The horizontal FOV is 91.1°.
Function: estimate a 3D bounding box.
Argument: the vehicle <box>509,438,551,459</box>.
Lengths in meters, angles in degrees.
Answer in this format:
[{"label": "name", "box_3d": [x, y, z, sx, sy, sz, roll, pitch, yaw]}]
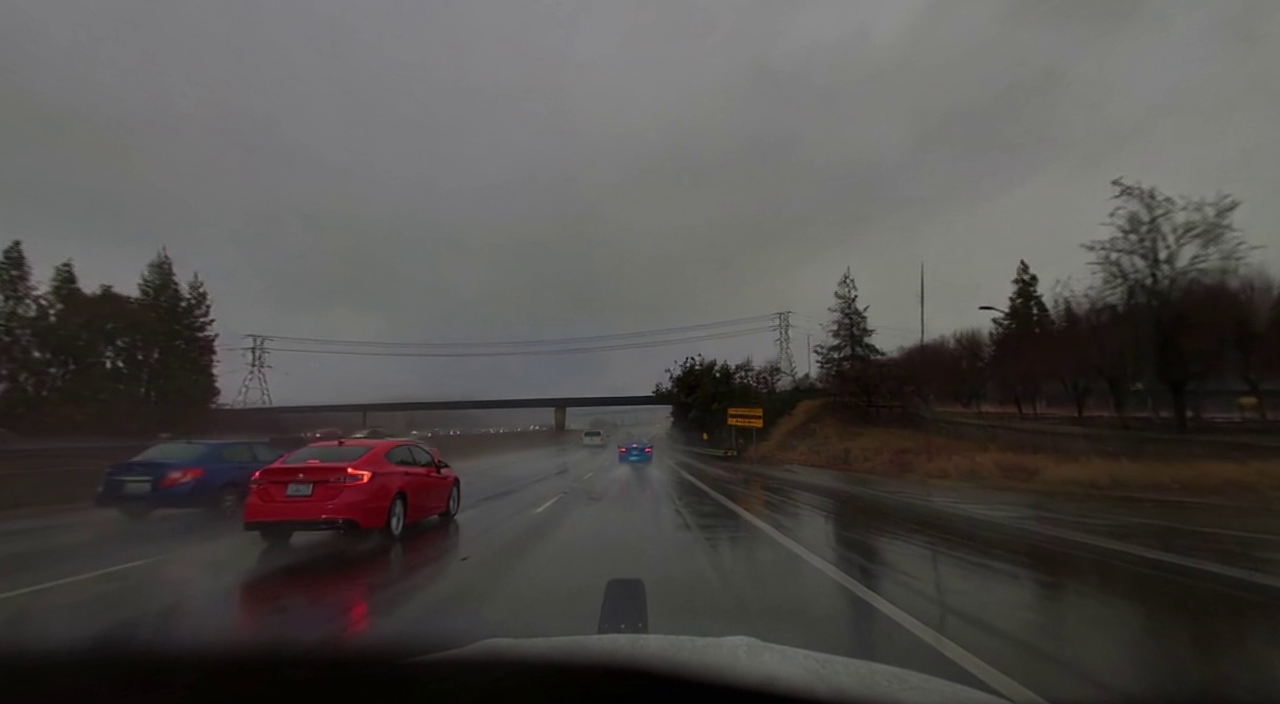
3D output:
[{"label": "vehicle", "box_3d": [-7.916, 6.991, 45.563, 2.053, 1.486, 5.050, 0, -8, 1]}]

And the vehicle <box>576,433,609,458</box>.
[{"label": "vehicle", "box_3d": [-3.587, 7.107, 47.754, 2.174, 1.806, 3.932, 0, -8, 1]}]

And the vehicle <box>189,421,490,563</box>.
[{"label": "vehicle", "box_3d": [-3.790, 1.846, 9.108, 2.035, 1.514, 4.600, 0, -8, 1]}]

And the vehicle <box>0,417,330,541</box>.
[{"label": "vehicle", "box_3d": [-7.481, 2.020, 10.664, 1.968, 1.614, 4.674, 0, -8, 1]}]

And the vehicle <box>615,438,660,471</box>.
[{"label": "vehicle", "box_3d": [-0.117, 4.812, 29.609, 1.954, 1.460, 3.983, 0, -8, -1]}]
